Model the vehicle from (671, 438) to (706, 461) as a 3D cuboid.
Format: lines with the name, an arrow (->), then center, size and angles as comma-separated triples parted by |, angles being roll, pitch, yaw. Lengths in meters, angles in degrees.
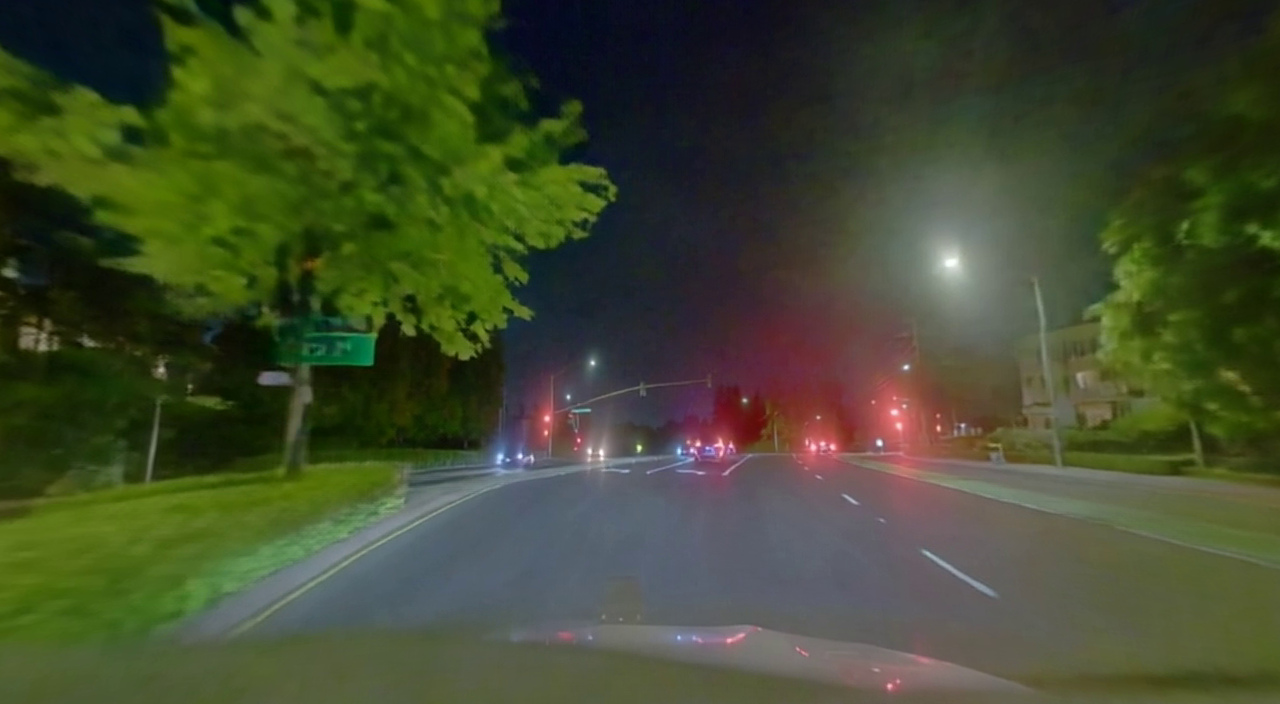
vehicle -> 3.447, 6.808, 44.284 | 1.923, 1.498, 3.887 | -2, -9, 12

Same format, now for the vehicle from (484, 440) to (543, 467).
vehicle -> -7.498, 6.108, 38.035 | 1.947, 1.486, 4.862 | -1, -9, 8

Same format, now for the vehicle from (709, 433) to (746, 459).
vehicle -> 6.318, 6.712, 45.019 | 2.286, 1.701, 4.395 | -2, -9, 11
